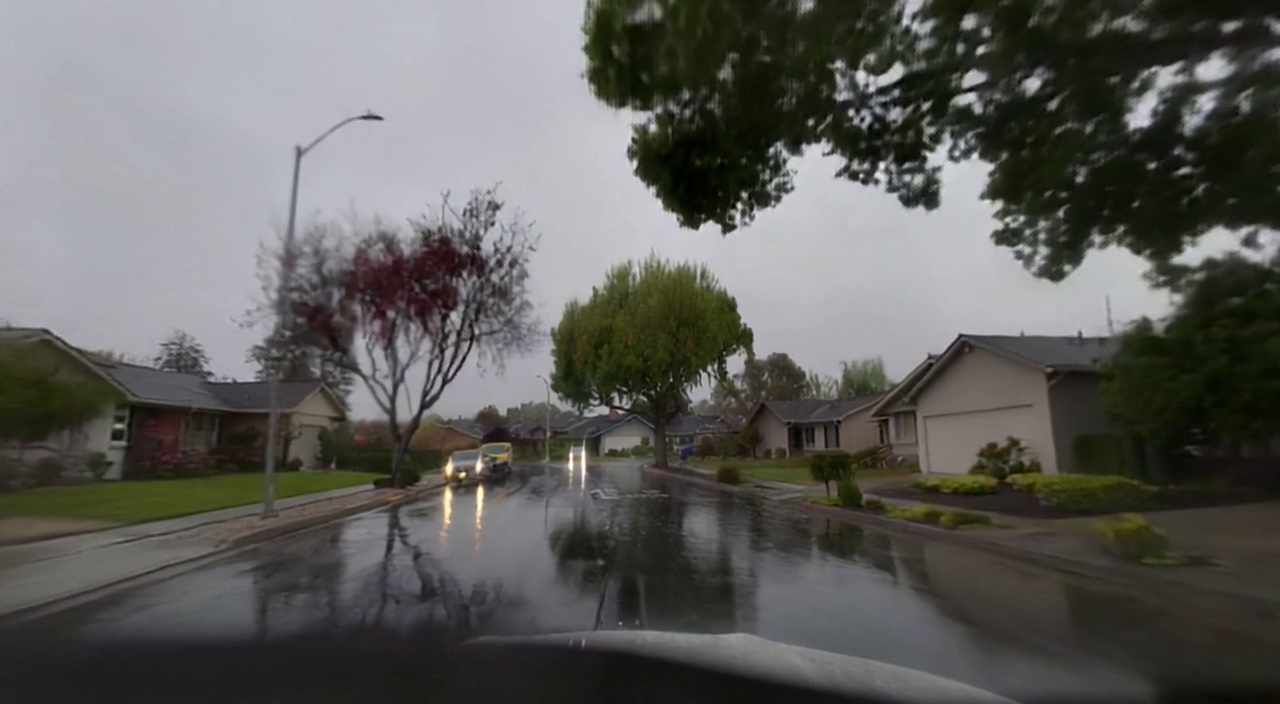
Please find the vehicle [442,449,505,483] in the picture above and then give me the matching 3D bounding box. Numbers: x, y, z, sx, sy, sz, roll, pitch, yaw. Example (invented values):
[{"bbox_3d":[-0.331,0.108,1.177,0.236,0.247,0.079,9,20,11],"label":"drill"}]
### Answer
[{"bbox_3d":[-7.469,5.130,28.645,2.017,1.397,4.004,0,-9,-4],"label":"vehicle"}]
